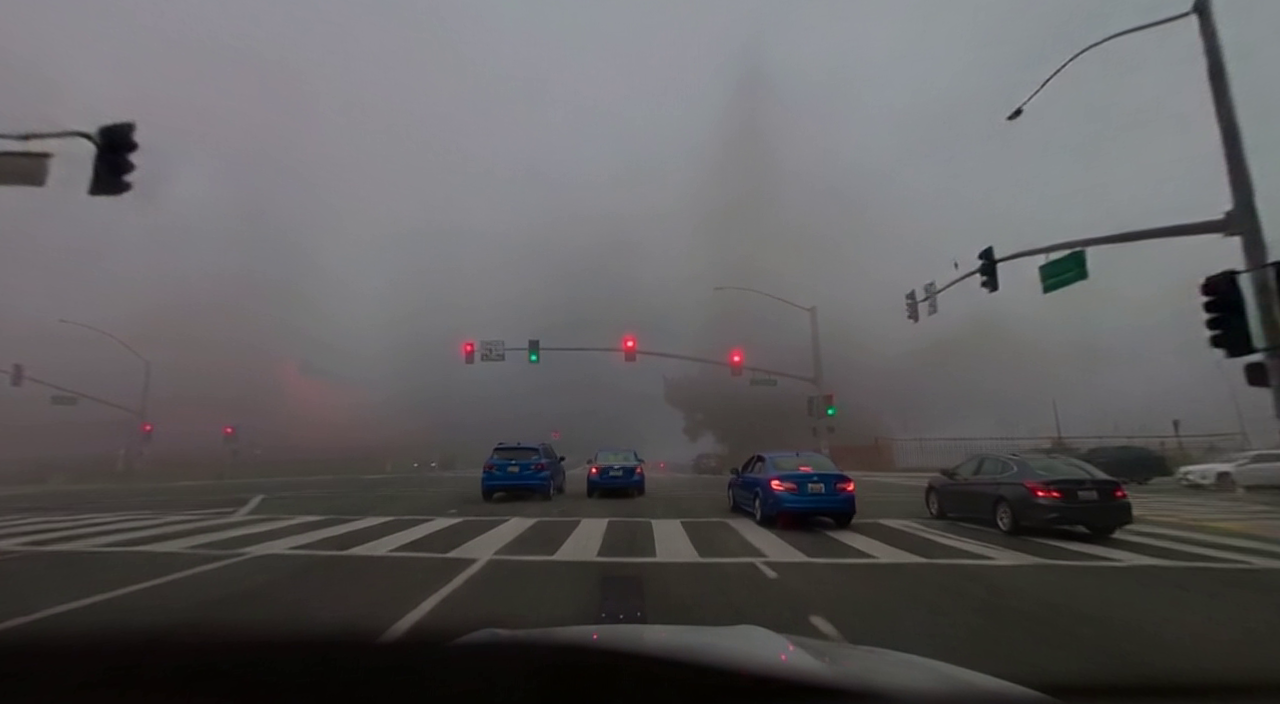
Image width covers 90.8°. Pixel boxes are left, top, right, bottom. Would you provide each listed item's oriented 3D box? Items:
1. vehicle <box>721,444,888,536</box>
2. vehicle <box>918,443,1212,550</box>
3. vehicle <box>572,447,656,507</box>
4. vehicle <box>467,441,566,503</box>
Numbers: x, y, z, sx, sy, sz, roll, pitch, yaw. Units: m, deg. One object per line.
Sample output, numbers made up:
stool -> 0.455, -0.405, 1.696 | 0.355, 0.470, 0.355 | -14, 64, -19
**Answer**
vehicle -> 3.015, 2.613, 12.710 | 2.053, 1.490, 4.464 | 0, -8, -1
vehicle -> 6.900, 2.340, 11.044 | 2.004, 1.455, 4.417 | 0, -8, -1
vehicle -> -0.668, 3.434, 17.854 | 2.065, 1.464, 4.216 | 0, -8, -1
vehicle -> -3.528, 3.516, 18.962 | 2.073, 1.606, 4.364 | 0, -8, 0
